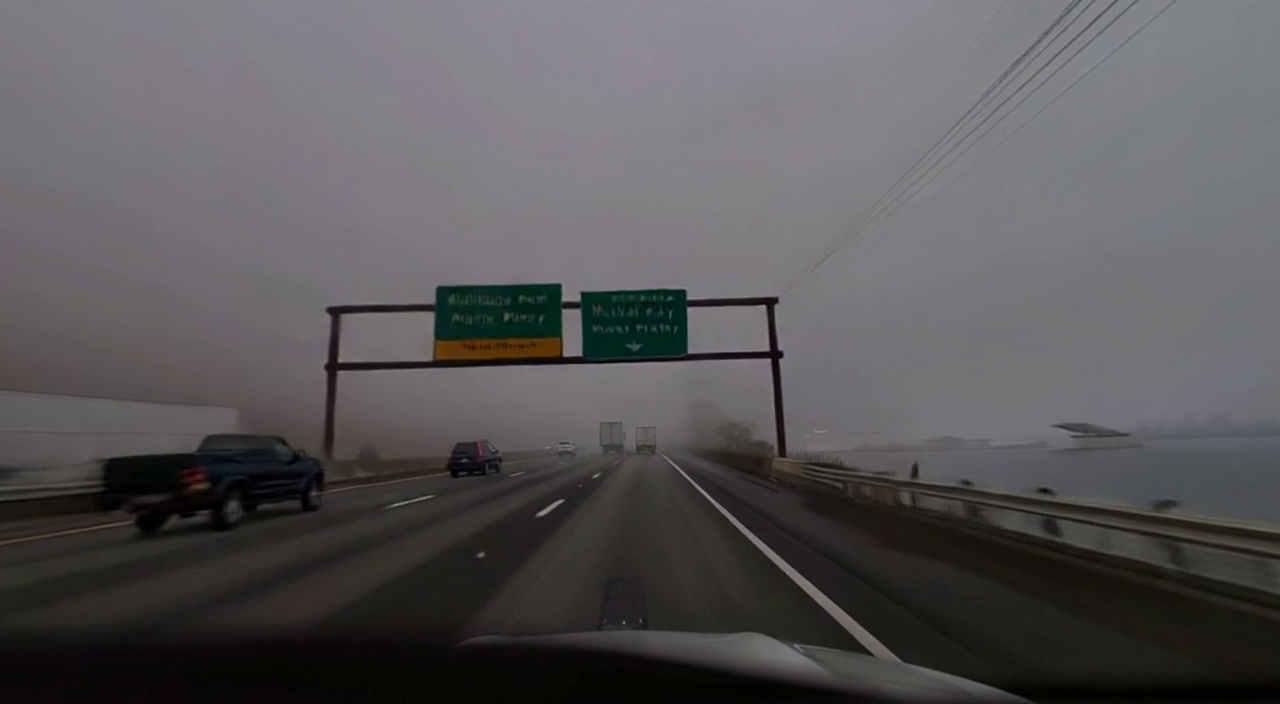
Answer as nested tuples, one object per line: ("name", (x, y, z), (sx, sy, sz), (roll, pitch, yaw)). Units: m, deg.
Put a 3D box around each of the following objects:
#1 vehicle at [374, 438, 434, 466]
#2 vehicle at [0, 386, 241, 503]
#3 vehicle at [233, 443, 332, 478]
("vehicle", (-16.919, 7.192, 45.530), (2.205, 1.847, 5.210), (0, -8, 1))
("vehicle", (-24.636, 4.219, 28.911), (3.409, 4.154, 14.097), (0, -8, 0))
("vehicle", (-16.911, 5.130, 30.161), (1.936, 1.528, 4.637), (0, -8, 1))
